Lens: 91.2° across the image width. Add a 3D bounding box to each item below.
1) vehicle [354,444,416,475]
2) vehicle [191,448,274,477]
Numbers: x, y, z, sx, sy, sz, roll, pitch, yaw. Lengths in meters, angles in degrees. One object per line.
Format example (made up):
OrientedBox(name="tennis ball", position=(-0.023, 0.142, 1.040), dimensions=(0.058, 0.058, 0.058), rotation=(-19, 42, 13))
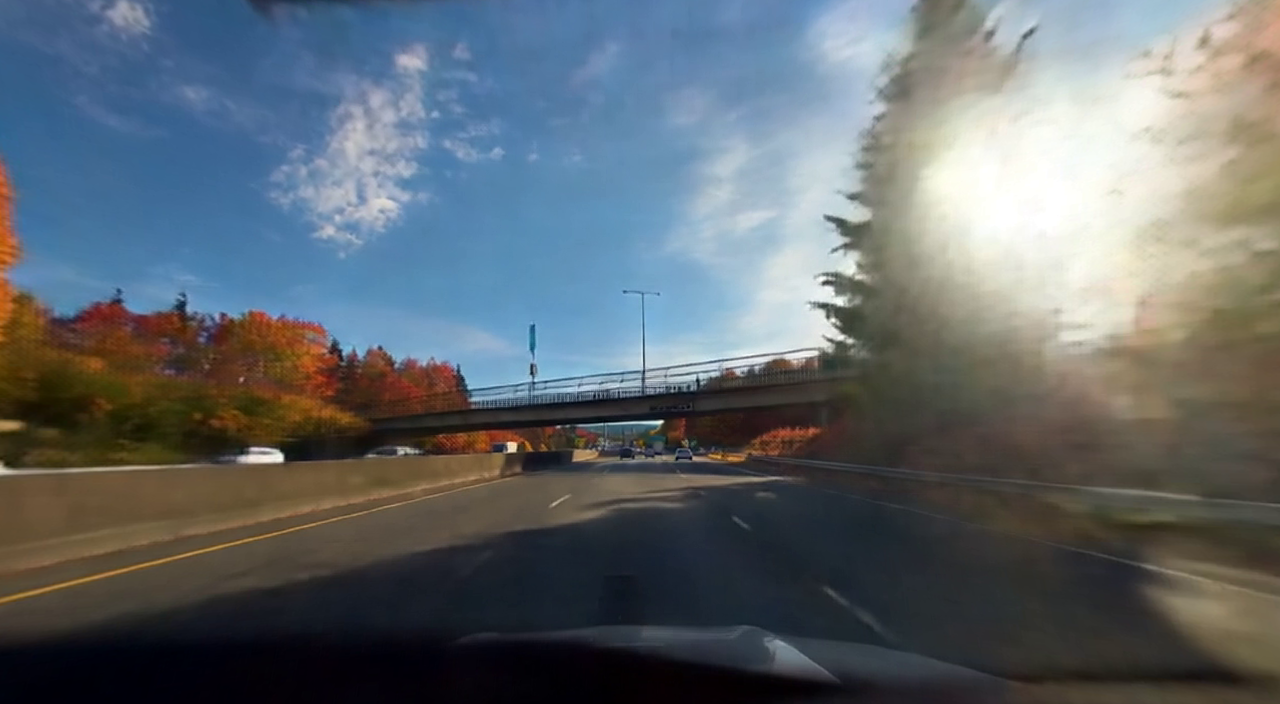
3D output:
OrientedBox(name="vehicle", position=(-16.293, 6.903, 40.325), dimensions=(2.014, 1.839, 4.356), rotation=(-1, -9, 2))
OrientedBox(name="vehicle", position=(-23.932, 6.478, 36.993), dimensions=(1.913, 1.623, 4.082), rotation=(-1, -9, 5))
